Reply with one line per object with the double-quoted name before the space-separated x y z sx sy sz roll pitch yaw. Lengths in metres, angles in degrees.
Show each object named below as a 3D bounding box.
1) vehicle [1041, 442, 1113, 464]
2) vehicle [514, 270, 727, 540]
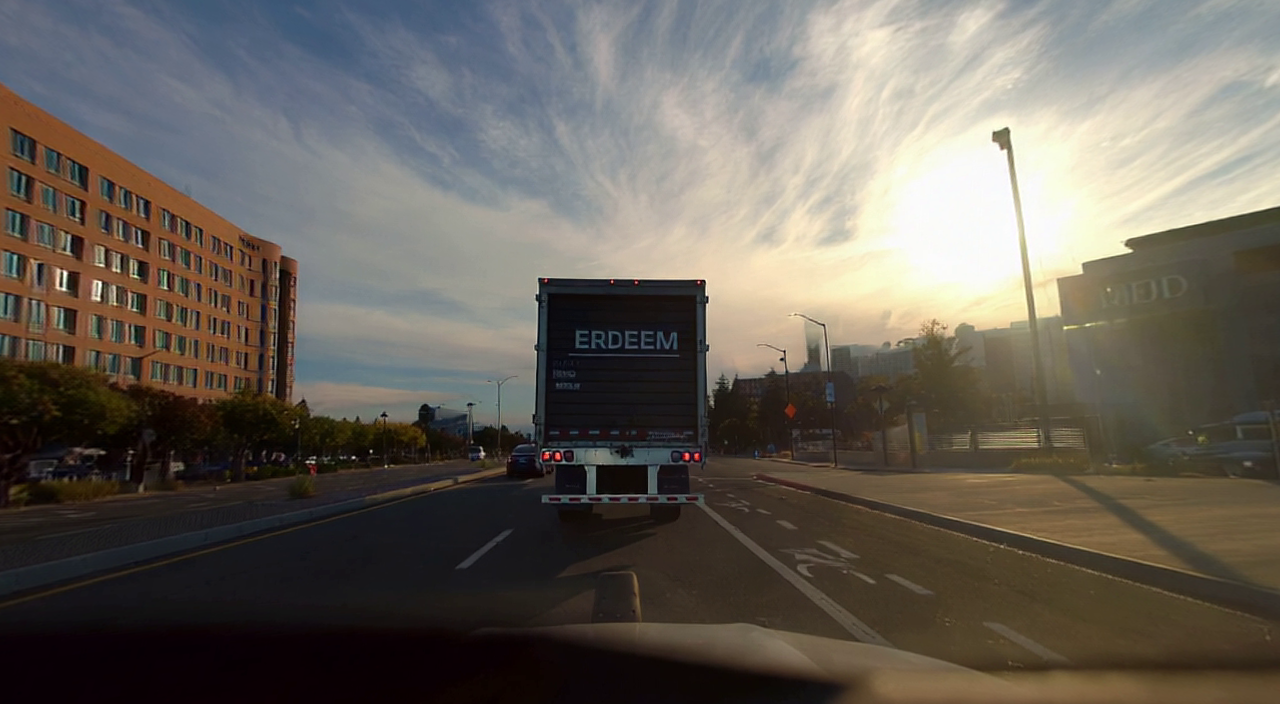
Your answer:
"vehicle" 31.367 7.219 45.171 1.652 1.423 3.797 5 -9 -35
"vehicle" -0.176 1.316 13.355 2.876 3.724 9.351 -1 -8 1
